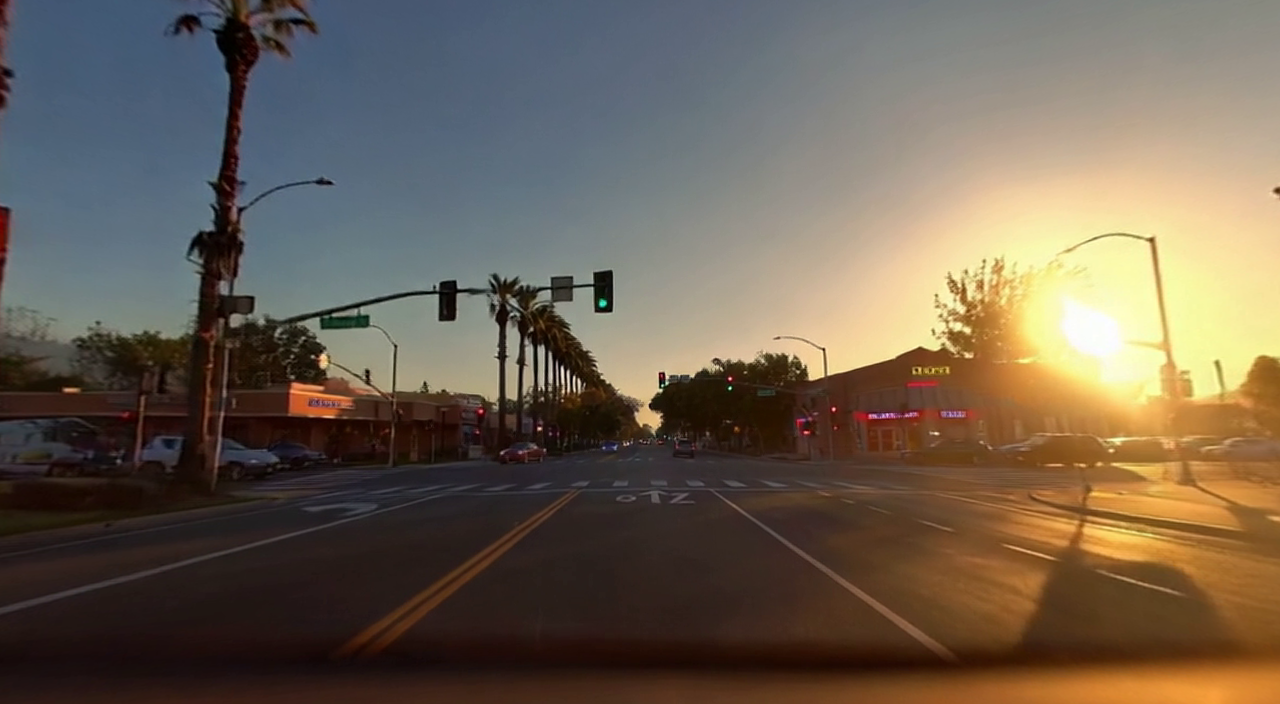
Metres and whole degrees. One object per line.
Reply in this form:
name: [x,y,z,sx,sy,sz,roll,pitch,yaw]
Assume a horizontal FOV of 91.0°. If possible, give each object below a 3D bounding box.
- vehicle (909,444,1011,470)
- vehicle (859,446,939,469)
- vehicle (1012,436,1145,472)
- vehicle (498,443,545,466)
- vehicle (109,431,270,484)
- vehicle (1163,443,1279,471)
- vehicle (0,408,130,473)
vehicle: [18.867,6.205,37.278,4.977,1.508,1.948,0,-9,0]
vehicle: [17.080,6.943,41.599,4.451,1.494,1.857,0,-9,3]
vehicle: [23.341,5.449,33.672,5.509,1.873,2.123,0,-9,-2]
vehicle: [-9.212,8.050,49.487,2.045,1.699,4.563,-2,-9,11]
vehicle: [-18.716,4.386,26.349,4.901,2.064,2.296,0,-9,0]
vehicle: [31.421,5.636,33.853,4.701,1.463,1.989,0,-9,0]
vehicle: [-35.503,4.804,34.201,12.726,3.308,3.114,0,-7,0]
